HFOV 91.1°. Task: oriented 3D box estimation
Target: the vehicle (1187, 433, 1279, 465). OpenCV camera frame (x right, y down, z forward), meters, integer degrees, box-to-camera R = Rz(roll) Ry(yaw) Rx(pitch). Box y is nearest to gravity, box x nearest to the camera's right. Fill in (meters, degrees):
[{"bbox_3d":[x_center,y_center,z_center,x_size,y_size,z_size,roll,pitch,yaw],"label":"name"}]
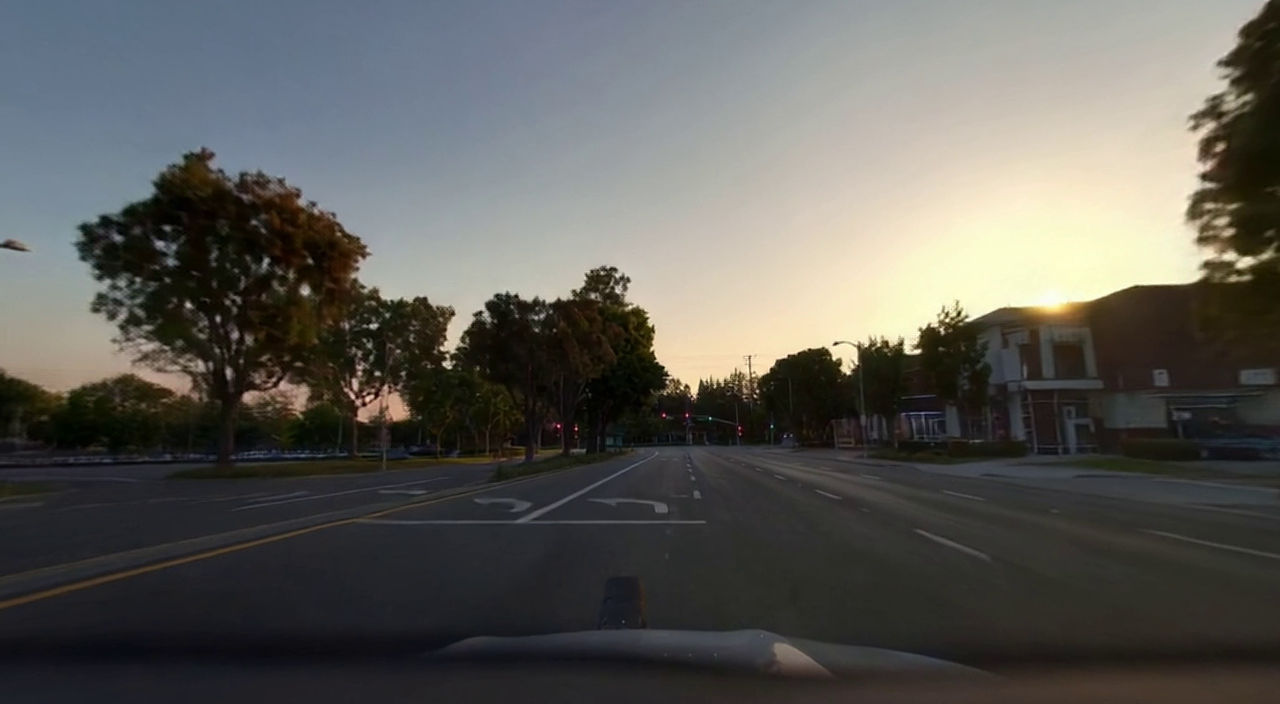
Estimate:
[{"bbox_3d":[27.917,4.337,28.316,4.440,1.378,1.936,-1,-7,6],"label":"vehicle"}]
